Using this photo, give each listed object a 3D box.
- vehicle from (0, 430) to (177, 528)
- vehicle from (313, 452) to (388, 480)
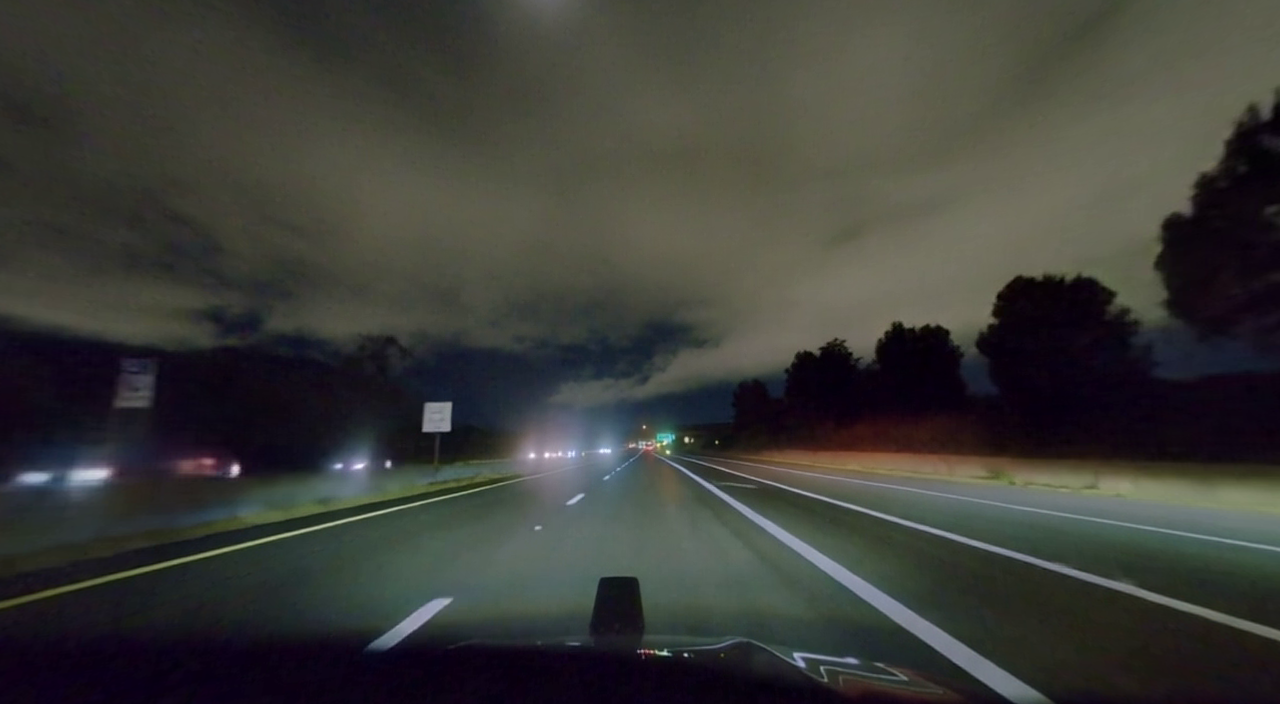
[{"bbox_3d":[-12.125,2.422,12.341,2.262,1.676,4.984,0,-9,1],"label":"vehicle"},{"bbox_3d":[-16.185,6.361,35.500,2.046,1.460,4.426,0,-9,1],"label":"vehicle"}]
